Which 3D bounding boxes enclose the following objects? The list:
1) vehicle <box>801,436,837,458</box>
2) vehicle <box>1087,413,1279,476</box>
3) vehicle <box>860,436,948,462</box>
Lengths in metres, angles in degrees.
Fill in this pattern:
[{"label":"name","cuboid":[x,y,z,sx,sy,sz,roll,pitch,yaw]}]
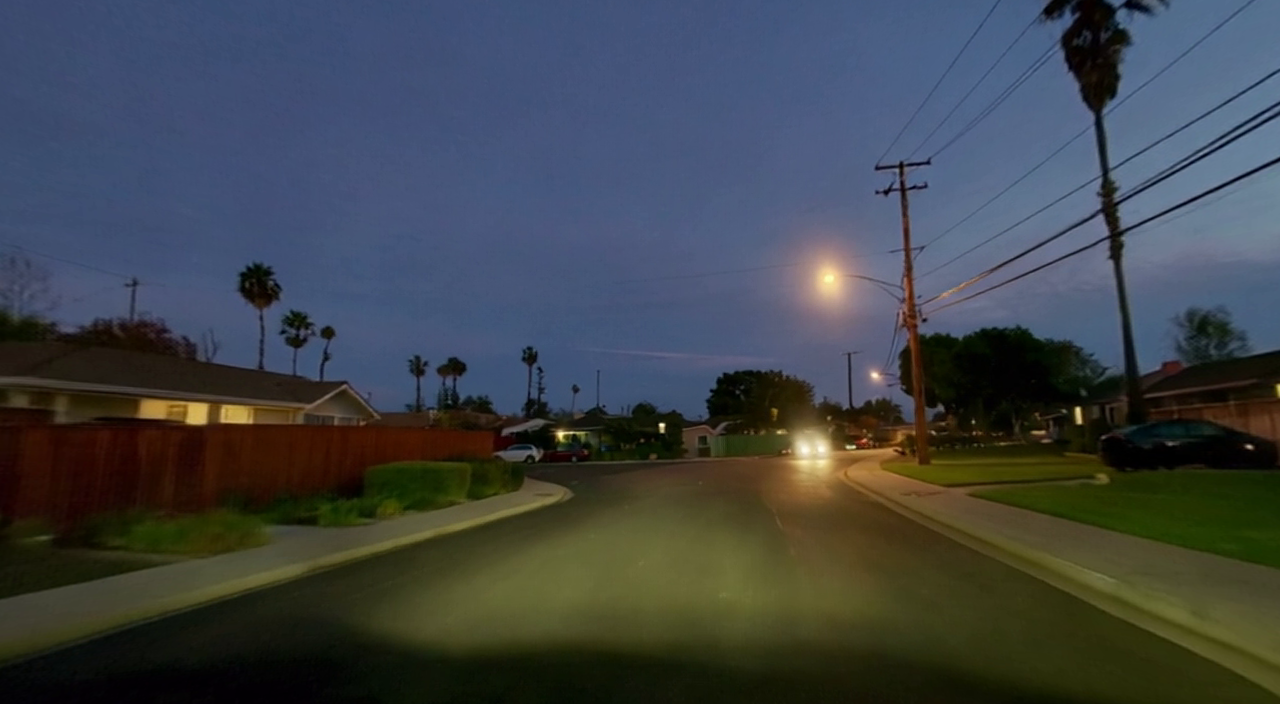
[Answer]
[{"label":"vehicle","cuboid":[14.128,7.485,49.647,1.955,1.632,3.688,-4,-9,26]},{"label":"vehicle","cuboid":[14.557,2.354,16.083,4.641,1.498,2.001,-1,-9,8]},{"label":"vehicle","cuboid":[15.304,5.654,36.770,4.531,1.447,1.814,-4,-10,21]}]
